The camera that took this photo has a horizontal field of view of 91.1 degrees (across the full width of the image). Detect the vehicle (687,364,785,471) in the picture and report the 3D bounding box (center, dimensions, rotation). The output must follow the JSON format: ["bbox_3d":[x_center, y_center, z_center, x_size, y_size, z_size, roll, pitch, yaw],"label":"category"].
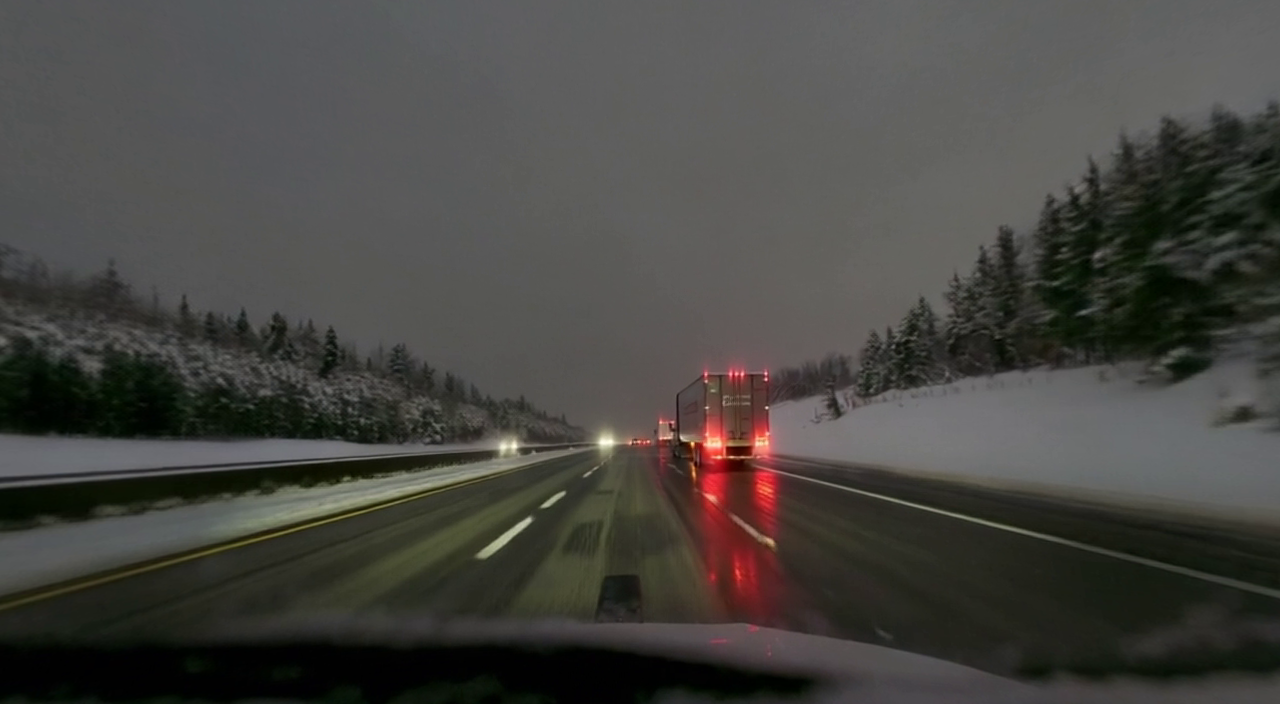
[{"bbox_3d":[3.882,3.036,27.679,2.840,3.947,8.920,0,-8,0],"label":"vehicle"}]
